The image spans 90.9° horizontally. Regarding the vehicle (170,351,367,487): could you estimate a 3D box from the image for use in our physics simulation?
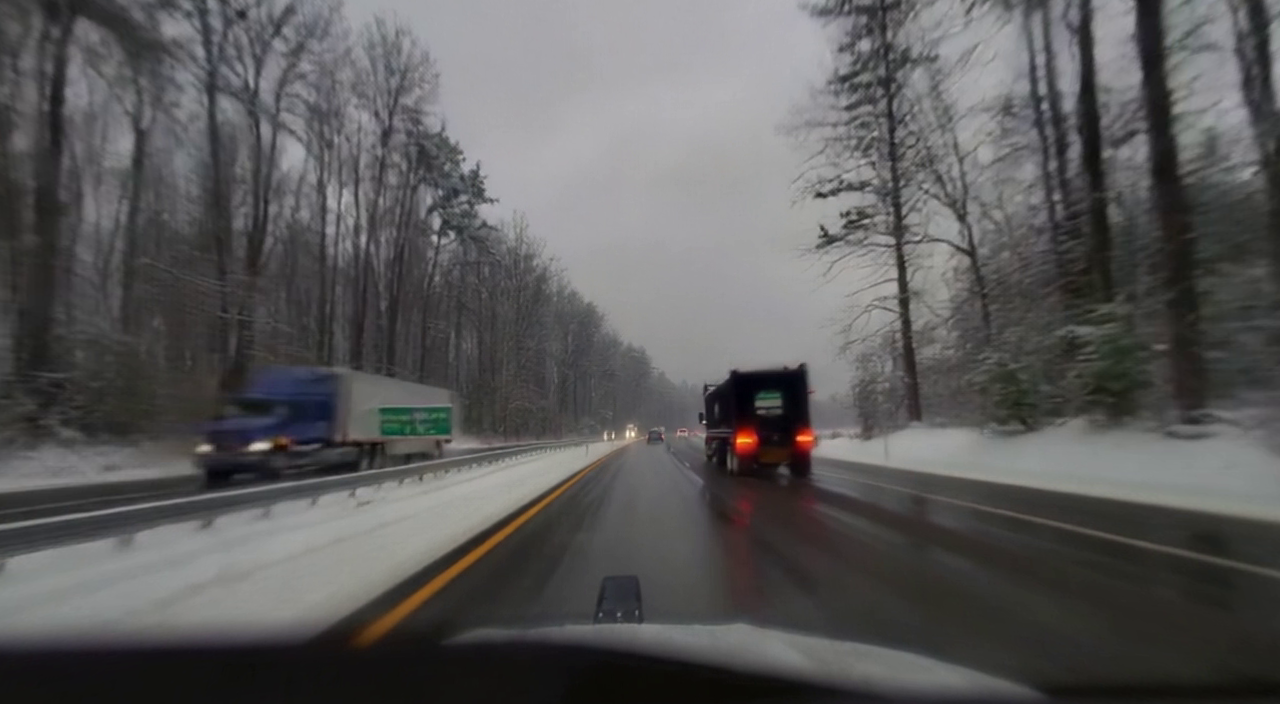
[{"bbox_3d":[-12.170,2.340,21.453,3.013,3.979,5.795,0,-8,0],"label":"vehicle"}]

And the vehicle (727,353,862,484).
[{"bbox_3d":[4.302,2.027,18.738,2.749,3.357,4.979,0,-8,1],"label":"vehicle"}]
